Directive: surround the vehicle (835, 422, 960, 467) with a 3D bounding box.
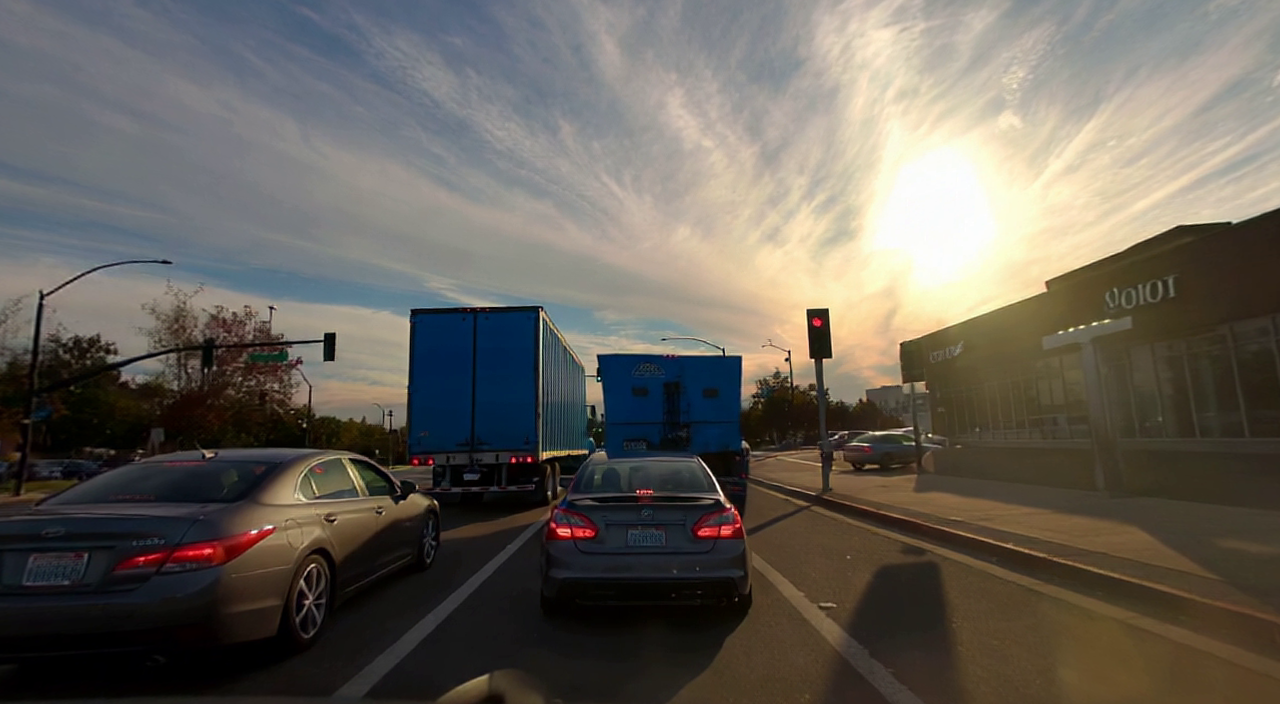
[{"bbox_3d":[11.523,4.166,28.258,4.681,1.713,1.969,-2,-9,-10],"label":"vehicle"}]

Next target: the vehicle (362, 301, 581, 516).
[{"bbox_3d":[-3.263,1.478,14.631,3.020,3.800,7.105,0,-8,0],"label":"vehicle"}]

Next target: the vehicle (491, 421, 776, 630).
[{"bbox_3d":[-0.108,1.571,6.706,2.067,1.506,4.118,0,-8,-2],"label":"vehicle"}]

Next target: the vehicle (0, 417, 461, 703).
[{"bbox_3d":[-3.094,1.373,5.166,1.969,1.471,4.378,0,-8,0],"label":"vehicle"}]
